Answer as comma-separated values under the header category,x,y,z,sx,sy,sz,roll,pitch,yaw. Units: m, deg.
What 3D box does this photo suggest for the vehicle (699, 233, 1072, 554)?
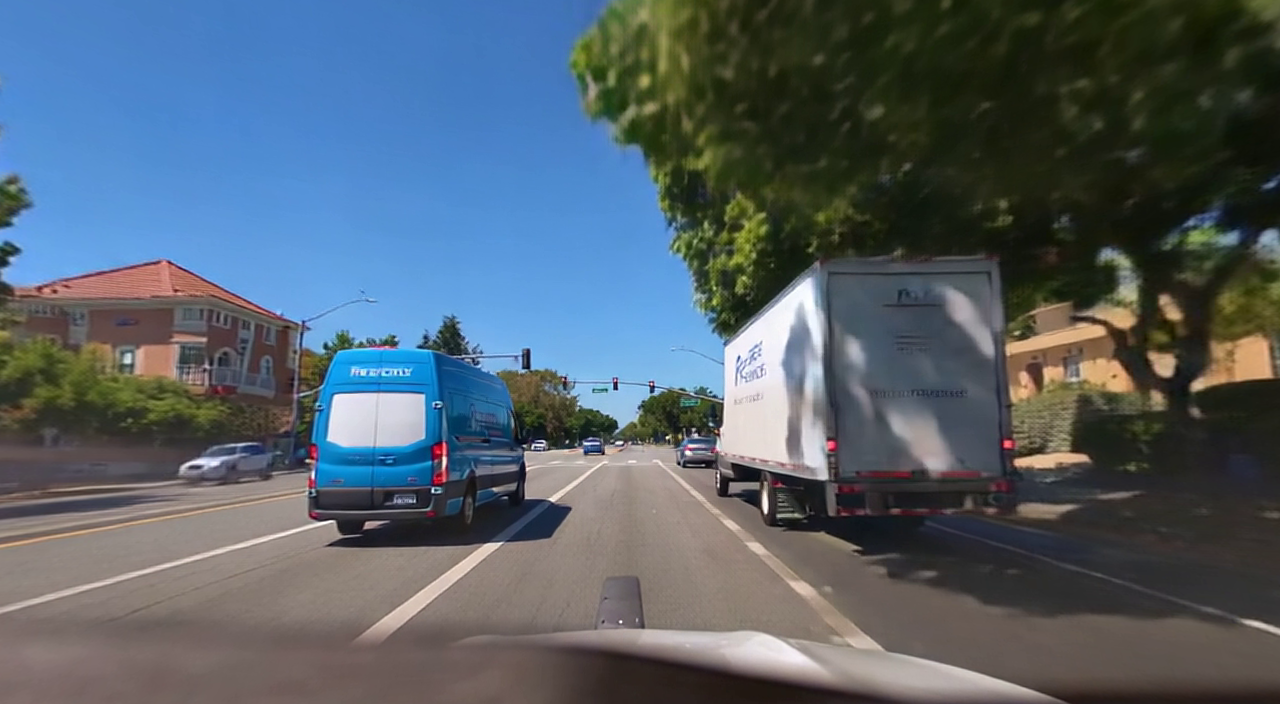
category,x,y,z,sx,sy,sz,roll,pitch,yaw
vehicle,3.083,1.130,11.806,2.861,3.525,9.858,0,-9,-1

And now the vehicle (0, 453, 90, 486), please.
category,x,y,z,sx,sy,sz,roll,pitch,yaw
vehicle,-31.326,5.915,31.865,4.955,1.514,1.973,3,-9,-29

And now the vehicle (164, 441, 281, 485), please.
category,x,y,z,sx,sy,sz,roll,pitch,yaw
vehicle,-18.475,4.911,28.302,2.036,1.742,4.756,0,-9,-1

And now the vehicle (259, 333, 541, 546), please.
category,x,y,z,sx,sy,sz,roll,pitch,yaw
vehicle,-3.631,1.611,11.551,2.443,2.784,6.493,0,-9,1
